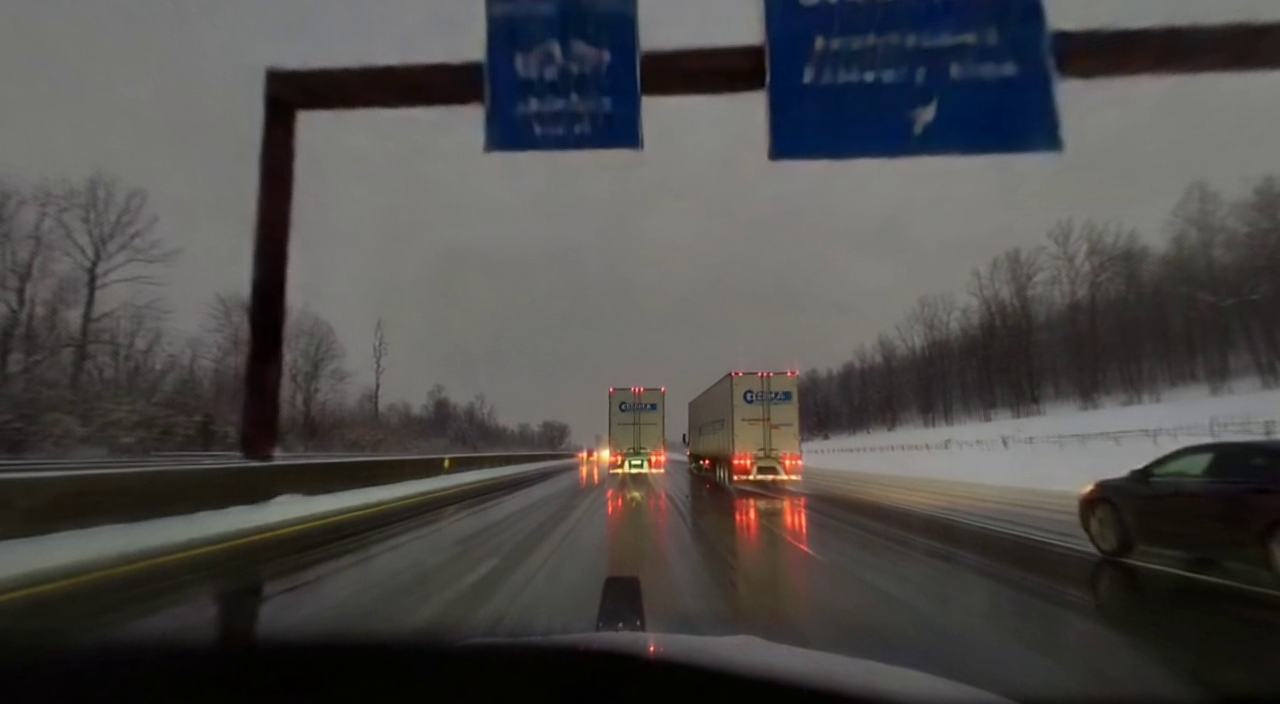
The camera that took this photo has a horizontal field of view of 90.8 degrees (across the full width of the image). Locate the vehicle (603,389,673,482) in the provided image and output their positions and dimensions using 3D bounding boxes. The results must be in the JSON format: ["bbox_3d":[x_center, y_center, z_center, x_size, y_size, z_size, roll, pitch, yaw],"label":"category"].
[{"bbox_3d":[-0.095,4.153,30.855,2.864,3.805,9.709,0,-9,0],"label":"vehicle"}]

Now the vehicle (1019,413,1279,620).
[{"bbox_3d":[5.877,1.381,5.726,2.086,1.530,4.808,-1,-9,3],"label":"vehicle"}]

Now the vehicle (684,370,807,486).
[{"bbox_3d":[4.277,3.810,29.872,3.044,4.128,14.482,0,-9,-1],"label":"vehicle"}]
